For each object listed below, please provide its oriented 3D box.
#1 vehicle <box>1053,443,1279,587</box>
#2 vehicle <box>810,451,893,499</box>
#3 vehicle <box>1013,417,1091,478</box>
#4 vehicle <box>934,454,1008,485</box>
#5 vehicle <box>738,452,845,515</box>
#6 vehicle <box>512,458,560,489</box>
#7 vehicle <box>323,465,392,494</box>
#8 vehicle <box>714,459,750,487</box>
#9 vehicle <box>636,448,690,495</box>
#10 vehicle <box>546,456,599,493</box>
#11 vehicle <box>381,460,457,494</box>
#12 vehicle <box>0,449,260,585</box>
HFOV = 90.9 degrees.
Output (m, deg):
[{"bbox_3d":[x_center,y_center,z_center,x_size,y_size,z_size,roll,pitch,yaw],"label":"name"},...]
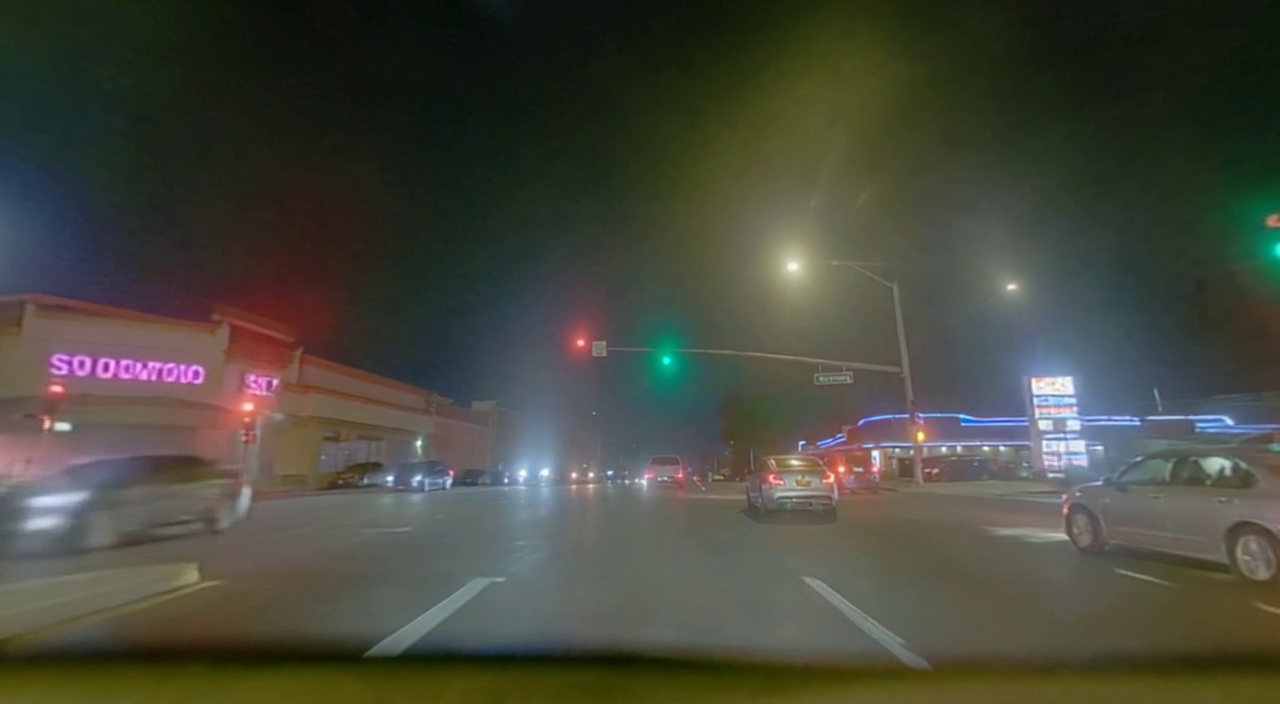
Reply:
[{"bbox_3d":[7.558,1.863,7.739,1.911,1.466,4.572,0,-8,1],"label":"vehicle"},{"bbox_3d":[8.604,4.986,26.073,2.040,1.738,4.414,0,-8,2],"label":"vehicle"},{"bbox_3d":[18.974,4.357,29.041,2.521,2.491,5.455,-7,-10,33],"label":"vehicle"},{"bbox_3d":[17.656,6.197,33.518,4.373,1.399,2.052,7,-11,-42],"label":"vehicle"},{"bbox_3d":[4.091,3.602,17.873,1.963,1.484,4.609,0,-8,1],"label":"vehicle"},{"bbox_3d":[-6.714,7.885,41.214,2.065,1.805,4.668,-1,-8,4],"label":"vehicle"},{"bbox_3d":[-17.468,7.900,39.243,2.125,1.484,4.832,-1,-9,-1],"label":"vehicle"},{"bbox_3d":[6.358,8.373,44.024,2.036,1.719,4.318,0,-8,3],"label":"vehicle"},{"bbox_3d":[1.053,5.216,28.031,2.210,1.861,4.280,-1,-8,3],"label":"vehicle"},{"bbox_3d":[-3.491,6.466,33.631,2.041,1.494,4.647,-3,-6,3],"label":"vehicle"},{"bbox_3d":[-10.889,6.172,31.413,1.871,1.453,4.575,-1,-8,4],"label":"vehicle"},{"bbox_3d":[-8.150,2.212,9.359,1.993,1.491,4.673,0,-8,2],"label":"vehicle"}]
